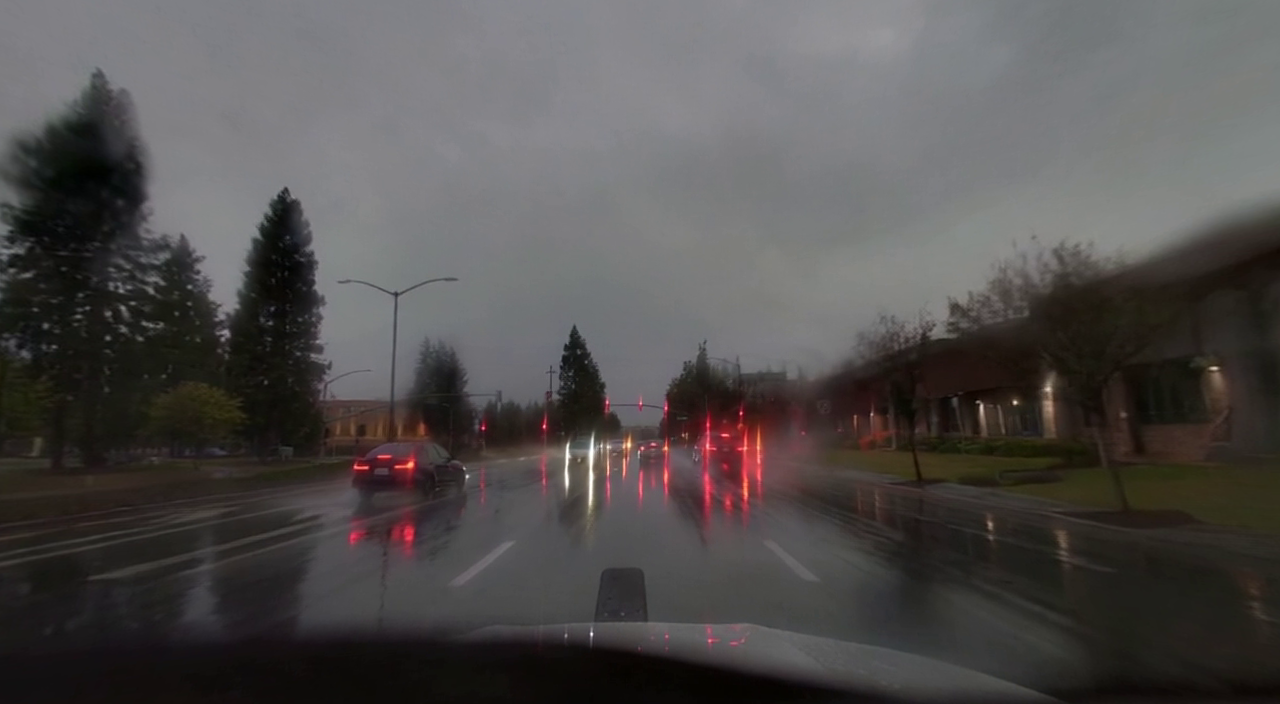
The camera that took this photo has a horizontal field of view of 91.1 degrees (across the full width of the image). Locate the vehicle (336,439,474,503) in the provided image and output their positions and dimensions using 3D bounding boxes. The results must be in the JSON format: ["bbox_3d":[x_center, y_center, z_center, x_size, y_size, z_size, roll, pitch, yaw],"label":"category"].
[{"bbox_3d":[-6.031,3.089,16.824,1.926,1.465,4.620,0,-8,0],"label":"vehicle"}]

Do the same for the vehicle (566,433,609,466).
[{"bbox_3d":[-2.831,5.407,34.809,1.912,1.703,4.261,0,-8,2],"label":"vehicle"}]

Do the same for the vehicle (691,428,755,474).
[{"bbox_3d":[3.532,4.319,27.609,2.141,1.833,4.704,0,-8,0],"label":"vehicle"}]

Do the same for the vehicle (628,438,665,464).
[{"bbox_3d":[0.370,5.727,36.445,2.021,1.461,3.862,0,-8,0],"label":"vehicle"}]
